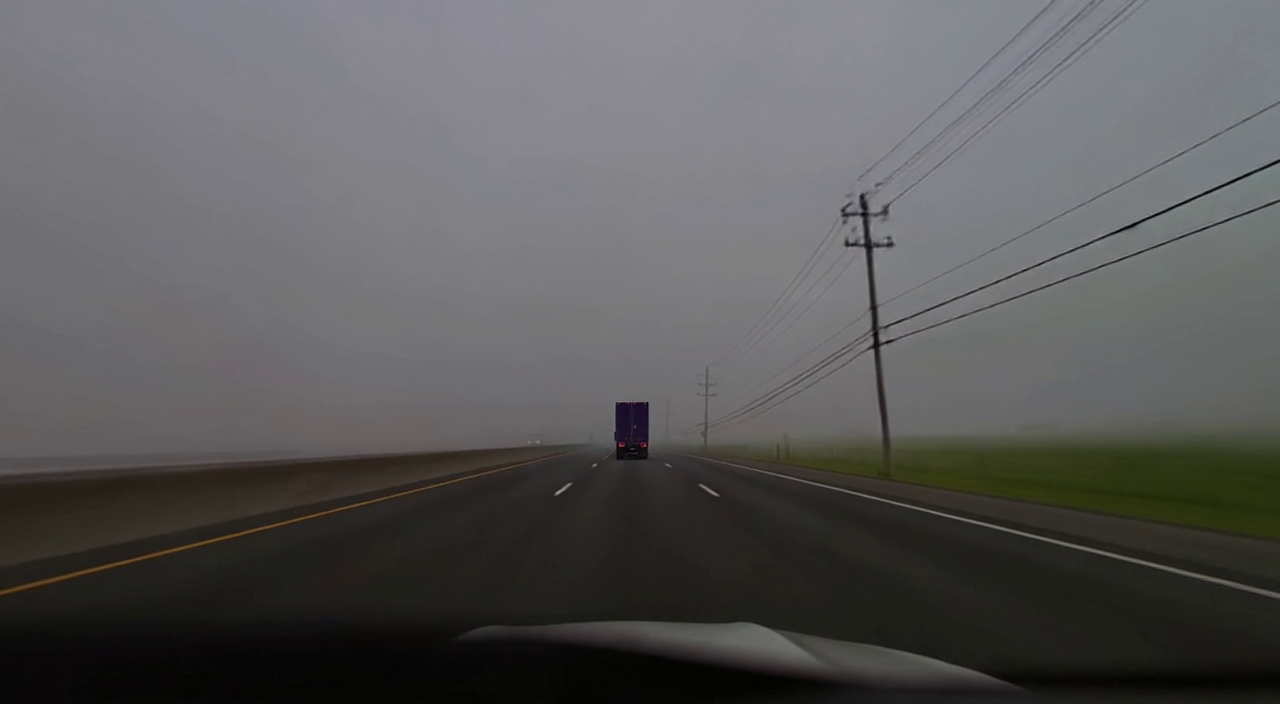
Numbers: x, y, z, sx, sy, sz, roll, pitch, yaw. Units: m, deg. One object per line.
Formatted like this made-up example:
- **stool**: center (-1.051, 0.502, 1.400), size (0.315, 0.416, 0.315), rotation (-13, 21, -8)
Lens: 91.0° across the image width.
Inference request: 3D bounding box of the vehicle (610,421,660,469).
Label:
- **vehicle**: center (-0.318, 4.487, 30.595), size (2.240, 2.129, 4.480), rotation (0, -8, -2)
